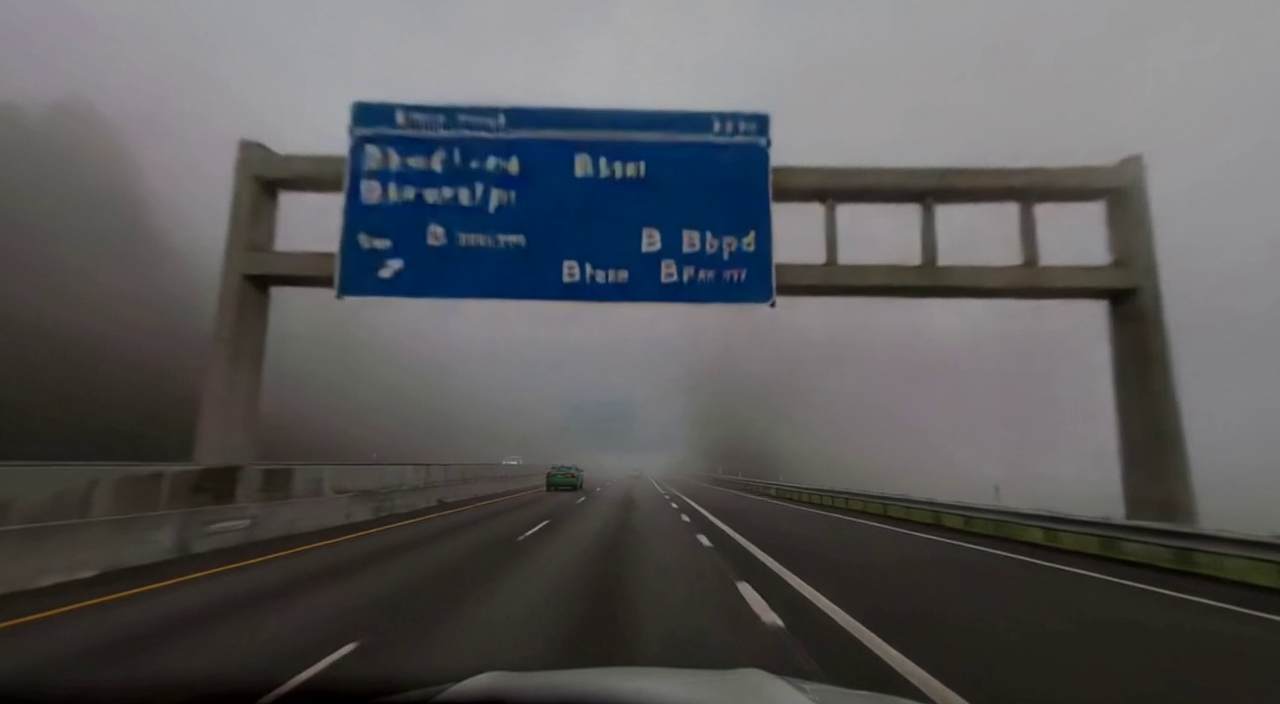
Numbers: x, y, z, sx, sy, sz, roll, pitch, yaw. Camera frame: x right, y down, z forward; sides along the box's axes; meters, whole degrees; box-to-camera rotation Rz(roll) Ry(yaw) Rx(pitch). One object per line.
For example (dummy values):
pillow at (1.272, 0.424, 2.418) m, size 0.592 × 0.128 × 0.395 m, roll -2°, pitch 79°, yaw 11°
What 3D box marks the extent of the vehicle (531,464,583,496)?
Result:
vehicle at (-4.044, 6.322, 31.326) m, size 2.006 × 1.469 × 4.050 m, roll 1°, pitch -10°, yaw 0°
